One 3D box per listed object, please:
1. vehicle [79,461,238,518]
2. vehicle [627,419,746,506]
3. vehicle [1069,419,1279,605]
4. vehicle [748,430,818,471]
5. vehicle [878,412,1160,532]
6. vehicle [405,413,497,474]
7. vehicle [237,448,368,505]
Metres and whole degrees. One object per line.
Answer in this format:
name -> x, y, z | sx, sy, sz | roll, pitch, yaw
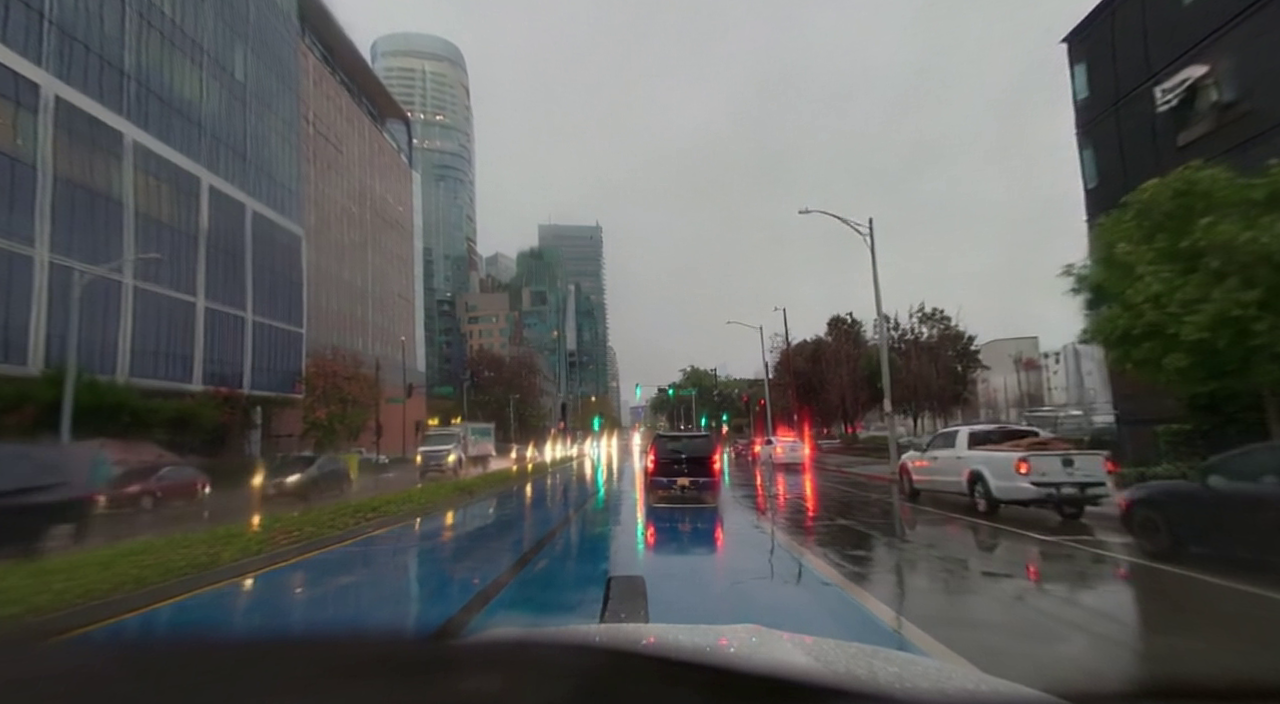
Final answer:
vehicle -> -19.370, 5.524, 25.857 | 2.223, 1.971, 5.622 | 1, -9, -2
vehicle -> 0.912, 2.592, 15.147 | 2.283, 1.773, 4.255 | 0, -9, -3
vehicle -> 6.433, 1.355, 5.389 | 2.106, 1.550, 5.046 | 0, -9, 2
vehicle -> 6.828, 4.804, 30.820 | 2.205, 1.823, 5.078 | 0, -9, 0
vehicle -> 6.702, 2.216, 12.263 | 2.088, 1.761, 5.697 | 0, -9, 2
vehicle -> -13.180, 6.610, 45.388 | 3.101, 3.878, 10.902 | 0, -9, 1
vehicle -> -11.652, 4.280, 22.301 | 2.191, 1.763, 5.059 | 1, -9, -5
